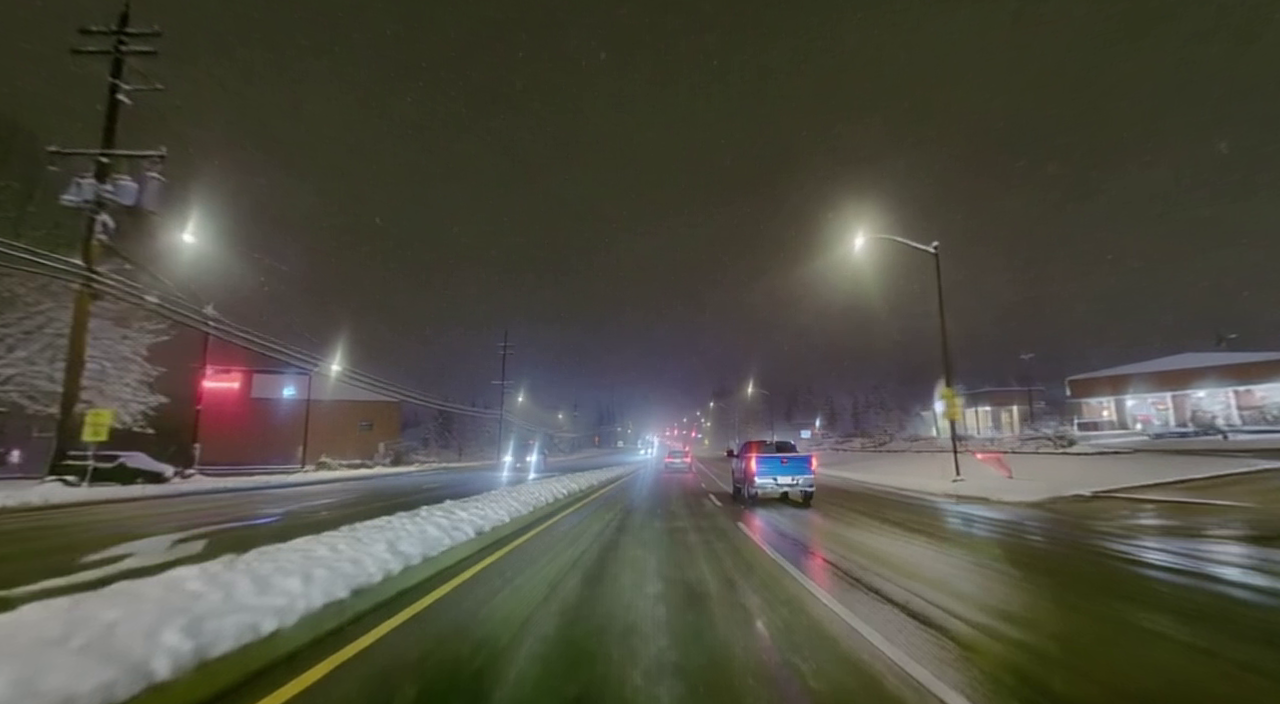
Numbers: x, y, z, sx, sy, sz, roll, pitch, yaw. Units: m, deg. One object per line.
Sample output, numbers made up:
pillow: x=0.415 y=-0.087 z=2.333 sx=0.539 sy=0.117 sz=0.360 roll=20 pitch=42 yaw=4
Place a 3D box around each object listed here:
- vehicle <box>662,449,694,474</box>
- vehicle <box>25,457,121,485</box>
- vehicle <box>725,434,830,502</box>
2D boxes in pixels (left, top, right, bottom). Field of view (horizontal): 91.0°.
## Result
vehicle: x=2.555 y=7.167 z=41.594 sx=1.968 sy=1.521 sz=4.262 roll=0 pitch=-9 yaw=5
vehicle: x=-32.802 y=6.866 z=36.488 sx=3.963 sy=1.494 sz=1.802 roll=-1 pitch=-9 yaw=6
vehicle: x=4.313 y=3.748 z=20.871 sx=2.367 sy=1.919 sz=5.651 roll=0 pitch=-9 yaw=2
